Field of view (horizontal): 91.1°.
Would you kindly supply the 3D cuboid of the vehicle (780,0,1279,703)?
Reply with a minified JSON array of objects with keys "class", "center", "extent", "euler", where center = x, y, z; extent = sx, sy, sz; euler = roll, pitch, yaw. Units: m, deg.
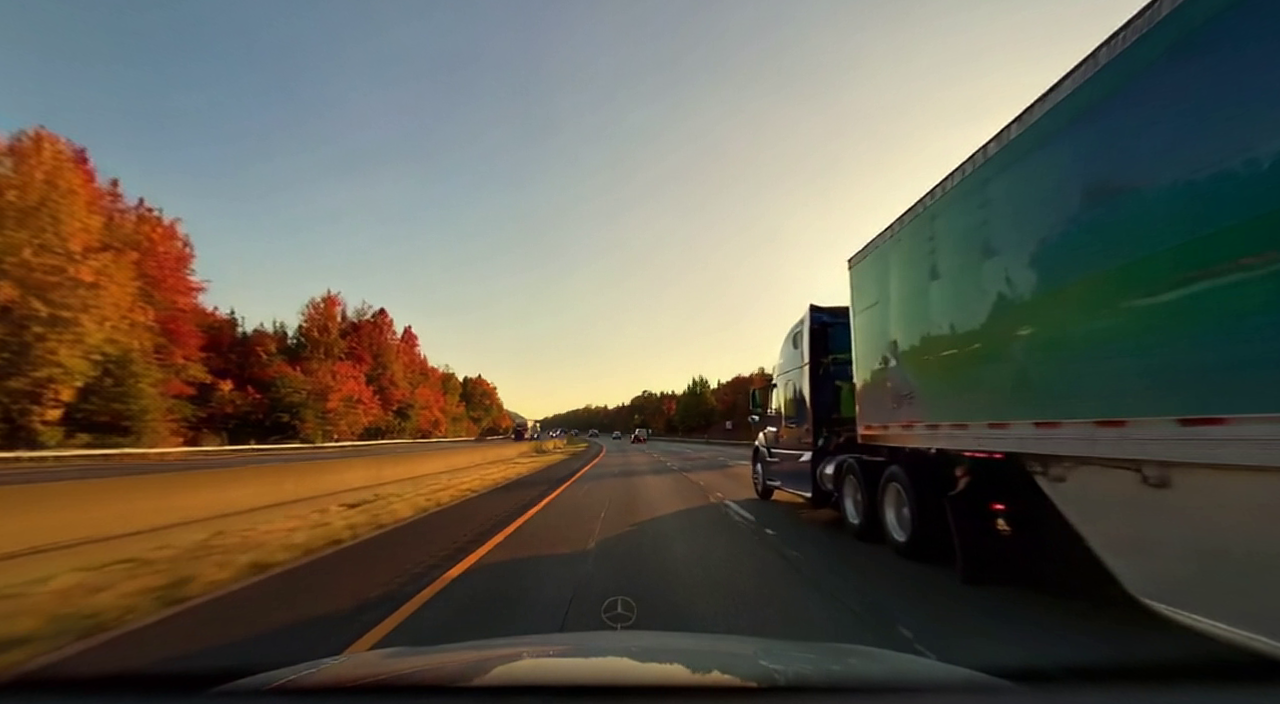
[{"class":"vehicle","center":[3.757,-0.363,3.034],"extent":[2.926,4.008,14.104],"euler":[0,-8,0]}]
